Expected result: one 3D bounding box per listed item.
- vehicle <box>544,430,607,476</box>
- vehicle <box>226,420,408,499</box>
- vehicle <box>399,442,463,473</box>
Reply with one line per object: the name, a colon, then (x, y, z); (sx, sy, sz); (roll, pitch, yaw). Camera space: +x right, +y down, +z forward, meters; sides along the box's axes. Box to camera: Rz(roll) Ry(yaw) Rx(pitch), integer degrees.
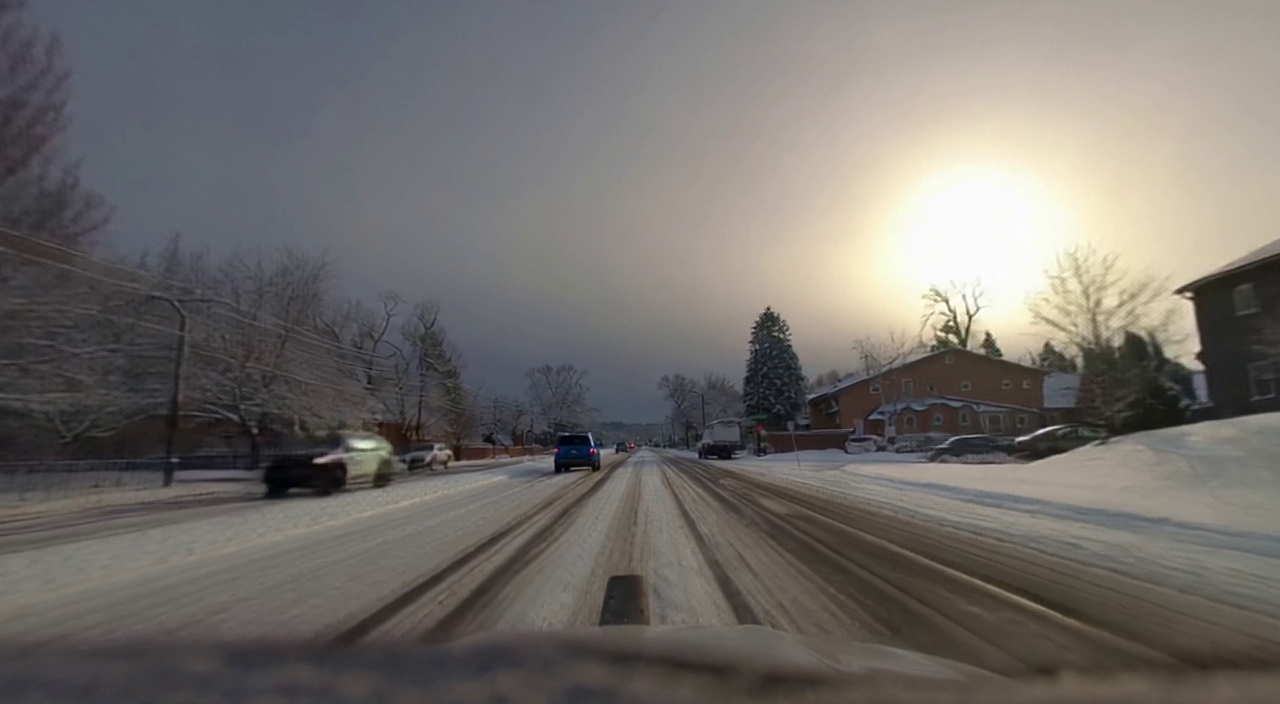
vehicle: (-2.747, 4.447, 27.975); (2.179, 1.851, 4.756); (0, -8, 1)
vehicle: (-9.210, 3.139, 18.805); (2.302, 1.969, 5.769); (0, -8, 1)
vehicle: (-12.516, 6.328, 38.140); (2.210, 1.720, 4.800); (0, -8, 0)
